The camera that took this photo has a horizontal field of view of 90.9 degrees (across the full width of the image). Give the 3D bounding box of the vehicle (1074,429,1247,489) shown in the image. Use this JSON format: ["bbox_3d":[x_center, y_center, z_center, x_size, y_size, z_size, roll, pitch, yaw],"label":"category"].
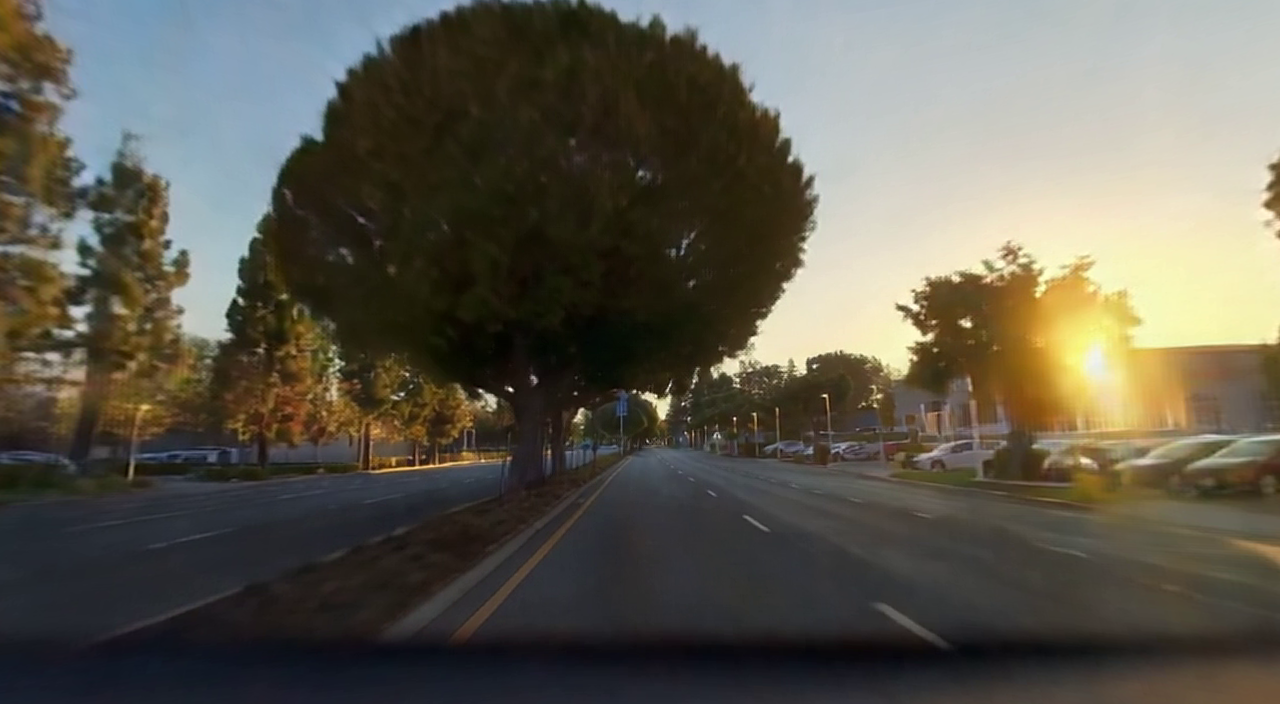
[{"bbox_3d":[16.939,3.467,20.865,1.882,1.699,4.367,-1,-8,-1],"label":"vehicle"}]
